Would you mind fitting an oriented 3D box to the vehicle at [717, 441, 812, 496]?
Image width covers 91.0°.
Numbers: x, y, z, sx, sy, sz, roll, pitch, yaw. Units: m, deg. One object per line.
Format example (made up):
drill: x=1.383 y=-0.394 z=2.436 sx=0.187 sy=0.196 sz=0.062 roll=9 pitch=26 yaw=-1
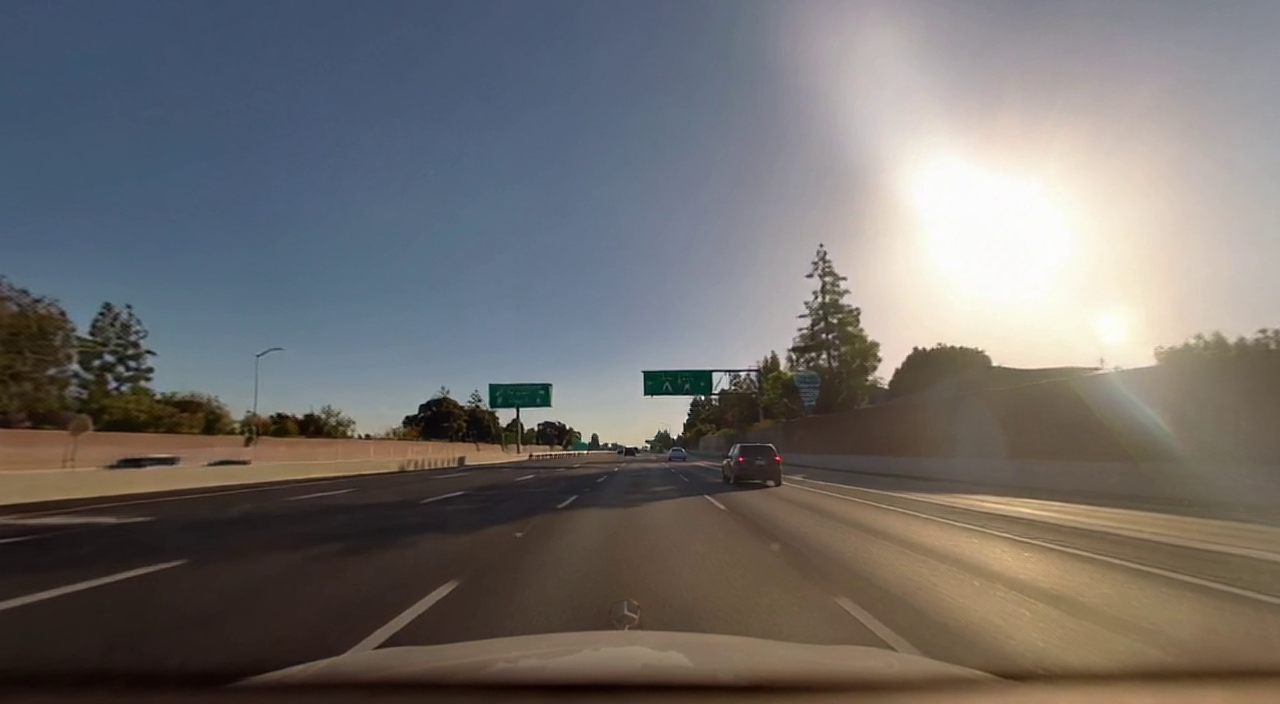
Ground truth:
vehicle: x=3.696 y=3.551 z=19.551 sx=2.033 sy=1.501 sz=4.398 roll=0 pitch=-9 yaw=0
